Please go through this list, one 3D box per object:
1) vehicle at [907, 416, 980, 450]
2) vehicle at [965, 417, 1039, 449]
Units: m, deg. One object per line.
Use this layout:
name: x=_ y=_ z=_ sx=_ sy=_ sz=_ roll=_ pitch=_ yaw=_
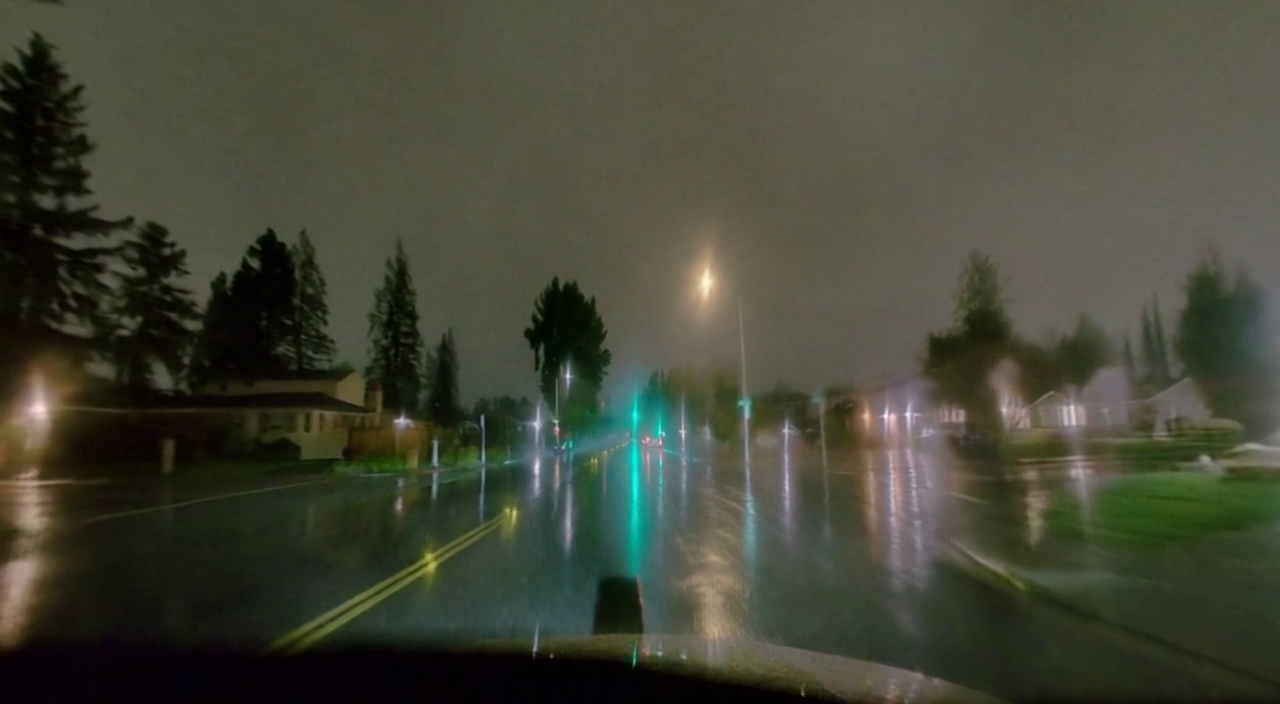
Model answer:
vehicle: x=16.109 y=4.368 z=33.641 sx=1.829 sy=1.667 sz=4.437 roll=-1 pitch=-8 yaw=2
vehicle: x=18.855 y=4.282 z=33.002 sx=1.803 sy=1.504 sz=4.324 roll=-1 pitch=-8 yaw=7
